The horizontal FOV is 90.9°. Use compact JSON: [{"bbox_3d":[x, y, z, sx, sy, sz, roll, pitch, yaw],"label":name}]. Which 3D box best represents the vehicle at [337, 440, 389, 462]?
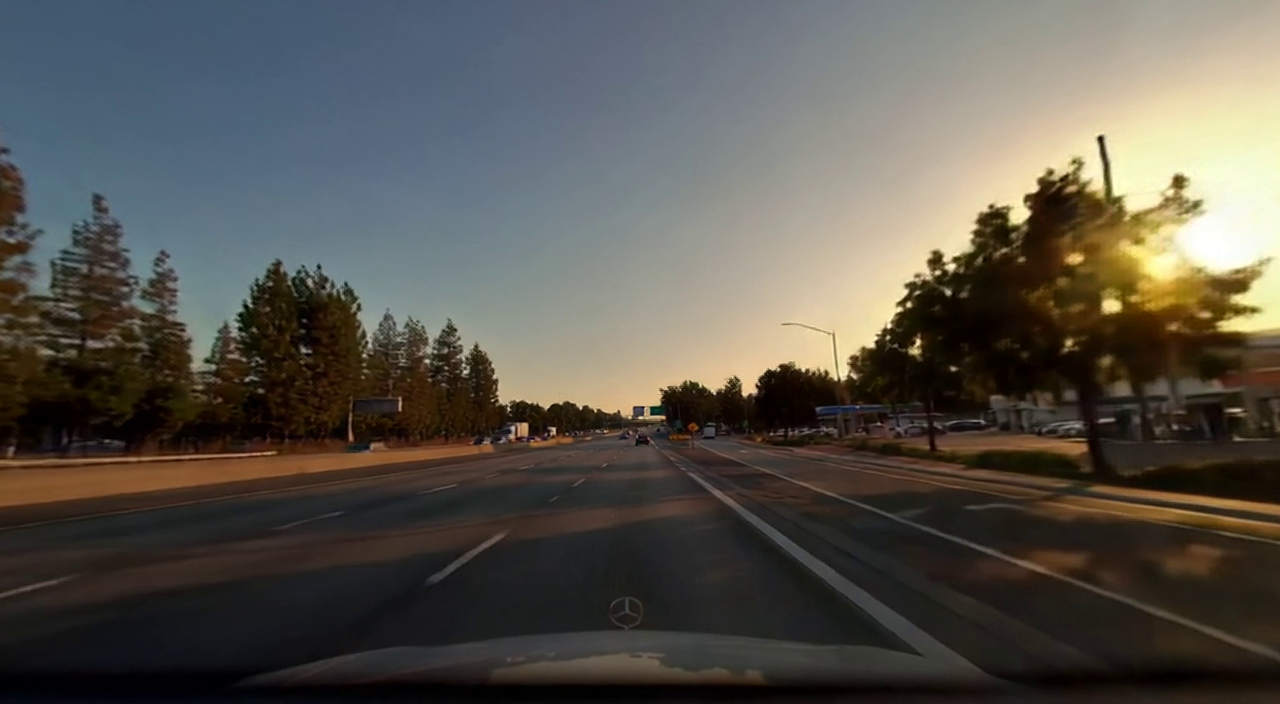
[{"bbox_3d":[-19.705,7.025,45.007,1.746,1.452,4.193,0,-8,0],"label":"vehicle"}]
